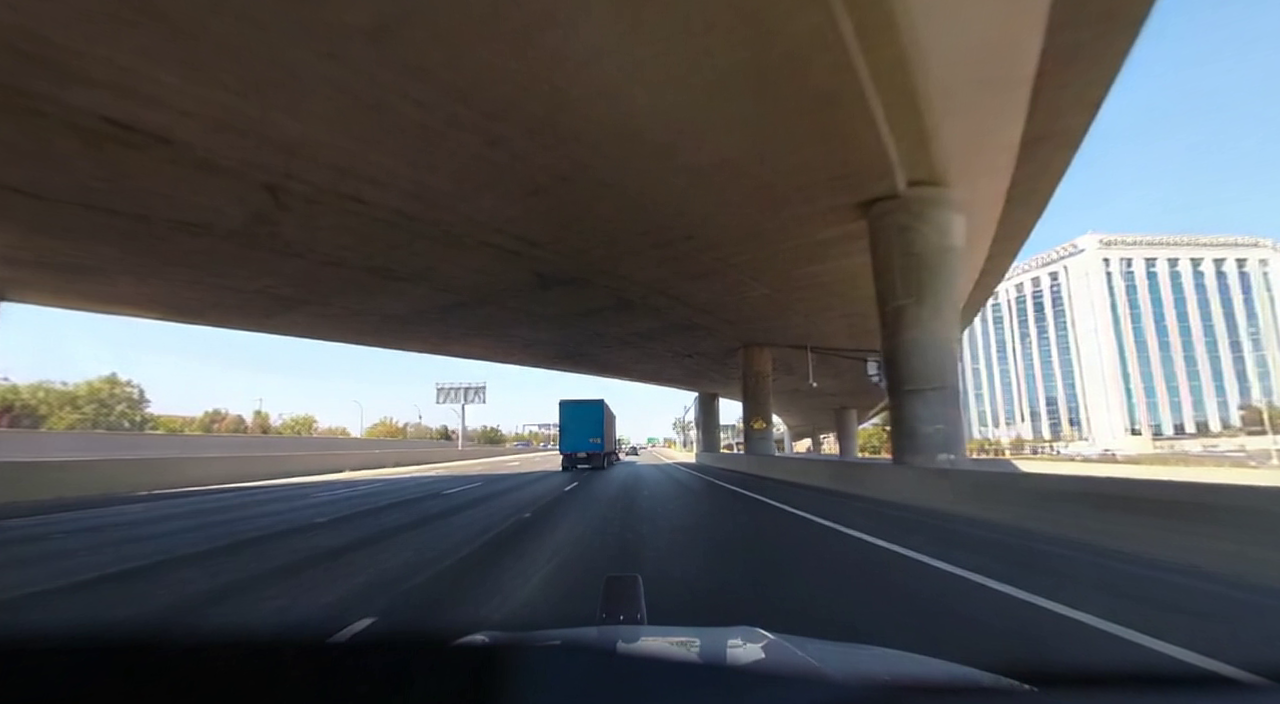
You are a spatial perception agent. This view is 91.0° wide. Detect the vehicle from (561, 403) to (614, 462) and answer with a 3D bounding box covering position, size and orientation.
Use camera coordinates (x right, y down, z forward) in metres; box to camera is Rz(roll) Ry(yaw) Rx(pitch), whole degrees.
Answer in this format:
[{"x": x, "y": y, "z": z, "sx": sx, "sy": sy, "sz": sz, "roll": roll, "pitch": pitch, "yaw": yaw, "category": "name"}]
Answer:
[{"x": -3.726, "y": 6.184, "z": 47.385, "sx": 3.059, "sy": 3.867, "sz": 10.343, "roll": 0, "pitch": -9, "yaw": 0, "category": "vehicle"}]
